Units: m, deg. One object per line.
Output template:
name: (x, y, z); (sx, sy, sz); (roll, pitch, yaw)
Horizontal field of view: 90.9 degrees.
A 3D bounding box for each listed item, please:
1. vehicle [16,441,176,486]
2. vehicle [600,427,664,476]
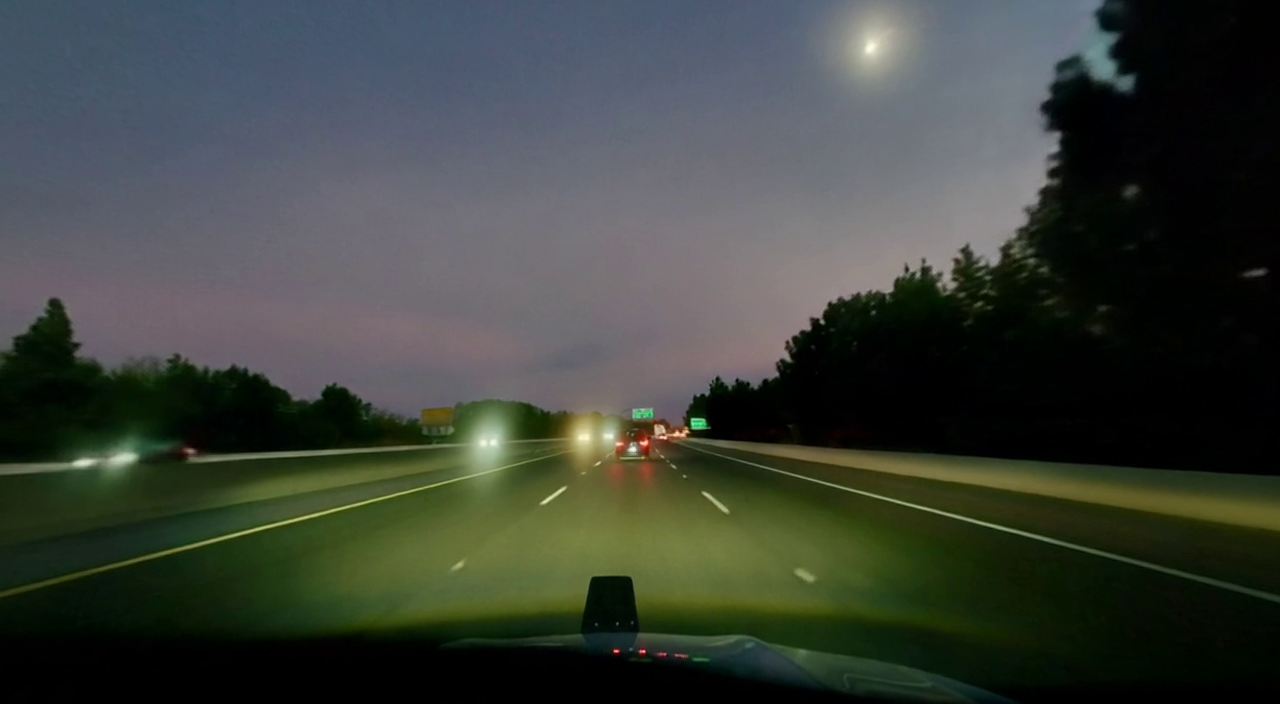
vehicle: (-19.767, 4.028, 23.237); (1.889, 1.449, 4.539); (0, -8, -1)
vehicle: (-0.288, 3.516, 22.501); (2.094, 1.600, 3.666); (0, -8, -1)
